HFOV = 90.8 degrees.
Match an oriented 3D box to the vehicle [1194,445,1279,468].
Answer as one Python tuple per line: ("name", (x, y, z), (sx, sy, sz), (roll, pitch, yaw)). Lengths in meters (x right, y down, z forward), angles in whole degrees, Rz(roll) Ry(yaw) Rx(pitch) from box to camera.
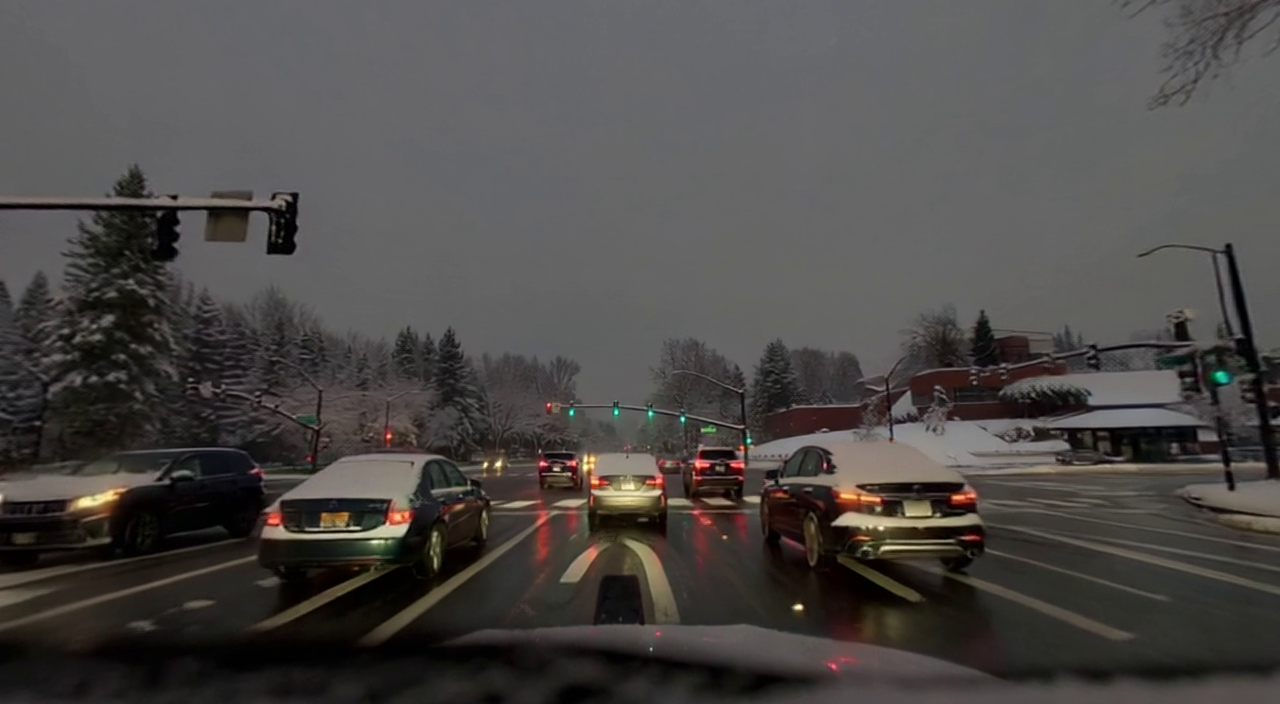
("vehicle", (40.038, 6.944, 42.024), (4.644, 1.430, 1.781), (0, -9, -1))

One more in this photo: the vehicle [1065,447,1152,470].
("vehicle", (31.130, 7.087, 42.041), (4.357, 1.444, 1.783), (0, -9, -2))

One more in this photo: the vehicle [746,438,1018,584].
("vehicle", (3.068, 2.110, 9.419), (1.996, 1.566, 4.917), (0, -9, -1))

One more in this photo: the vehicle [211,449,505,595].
("vehicle", (-3.375, 2.096, 8.782), (2.045, 1.463, 4.490), (0, -9, 0))

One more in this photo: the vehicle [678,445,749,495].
("vehicle", (2.778, 4.589, 24.961), (2.138, 1.778, 4.422), (0, -9, -1))

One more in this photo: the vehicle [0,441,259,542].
("vehicle", (-10.189, 2.732, 13.090), (1.934, 1.713, 4.281), (0, -9, -1))

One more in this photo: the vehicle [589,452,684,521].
("vehicle", (-0.106, 3.296, 15.977), (2.098, 1.461, 3.958), (0, -9, -1))

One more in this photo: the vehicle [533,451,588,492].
("vehicle", (-3.629, 5.516, 29.505), (2.033, 1.714, 4.278), (0, -9, 0))
